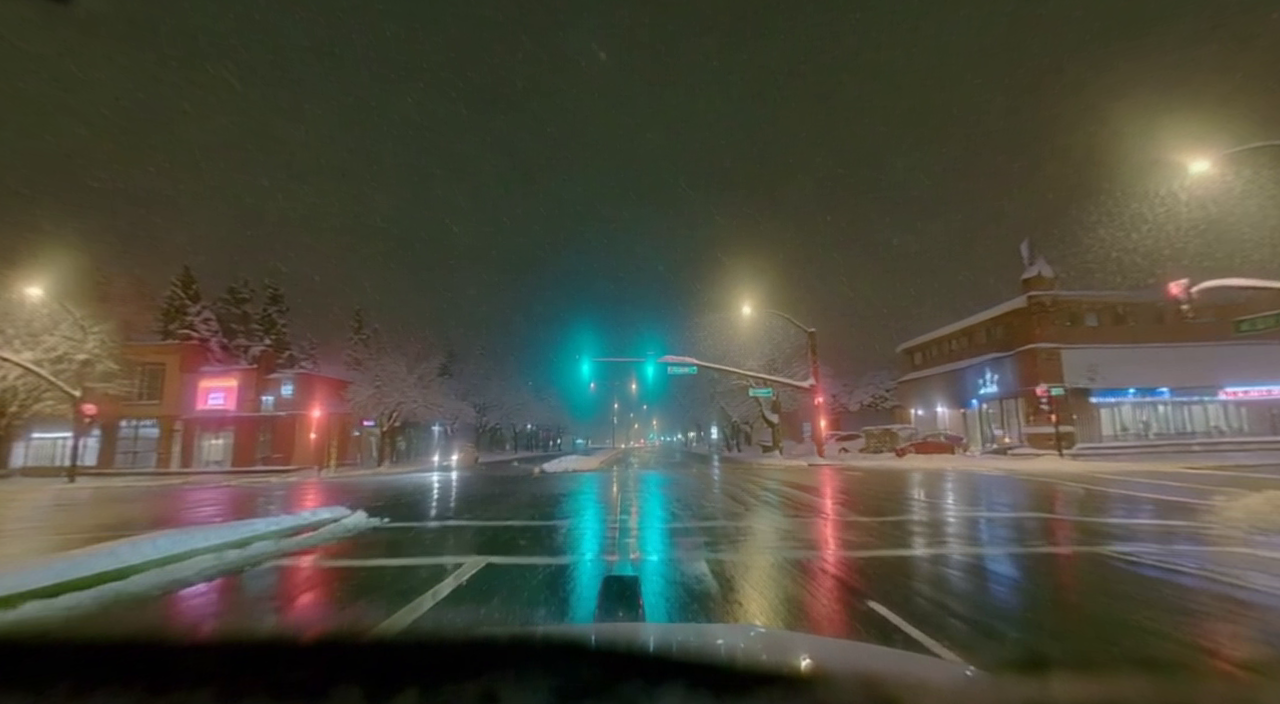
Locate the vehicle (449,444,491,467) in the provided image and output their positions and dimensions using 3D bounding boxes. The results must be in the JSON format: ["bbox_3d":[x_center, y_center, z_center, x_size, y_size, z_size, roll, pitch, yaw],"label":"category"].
[{"bbox_3d":[-12.913,7.908,48.268,1.892,1.639,4.311,0,-9,1],"label":"vehicle"}]

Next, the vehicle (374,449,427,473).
[{"bbox_3d":[-16.511,7.503,43.787,1.924,1.557,4.357,0,-9,1],"label":"vehicle"}]

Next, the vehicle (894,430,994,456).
[{"bbox_3d":[20.974,6.320,43.742,5.587,1.689,2.605,0,-9,-3],"label":"vehicle"}]
